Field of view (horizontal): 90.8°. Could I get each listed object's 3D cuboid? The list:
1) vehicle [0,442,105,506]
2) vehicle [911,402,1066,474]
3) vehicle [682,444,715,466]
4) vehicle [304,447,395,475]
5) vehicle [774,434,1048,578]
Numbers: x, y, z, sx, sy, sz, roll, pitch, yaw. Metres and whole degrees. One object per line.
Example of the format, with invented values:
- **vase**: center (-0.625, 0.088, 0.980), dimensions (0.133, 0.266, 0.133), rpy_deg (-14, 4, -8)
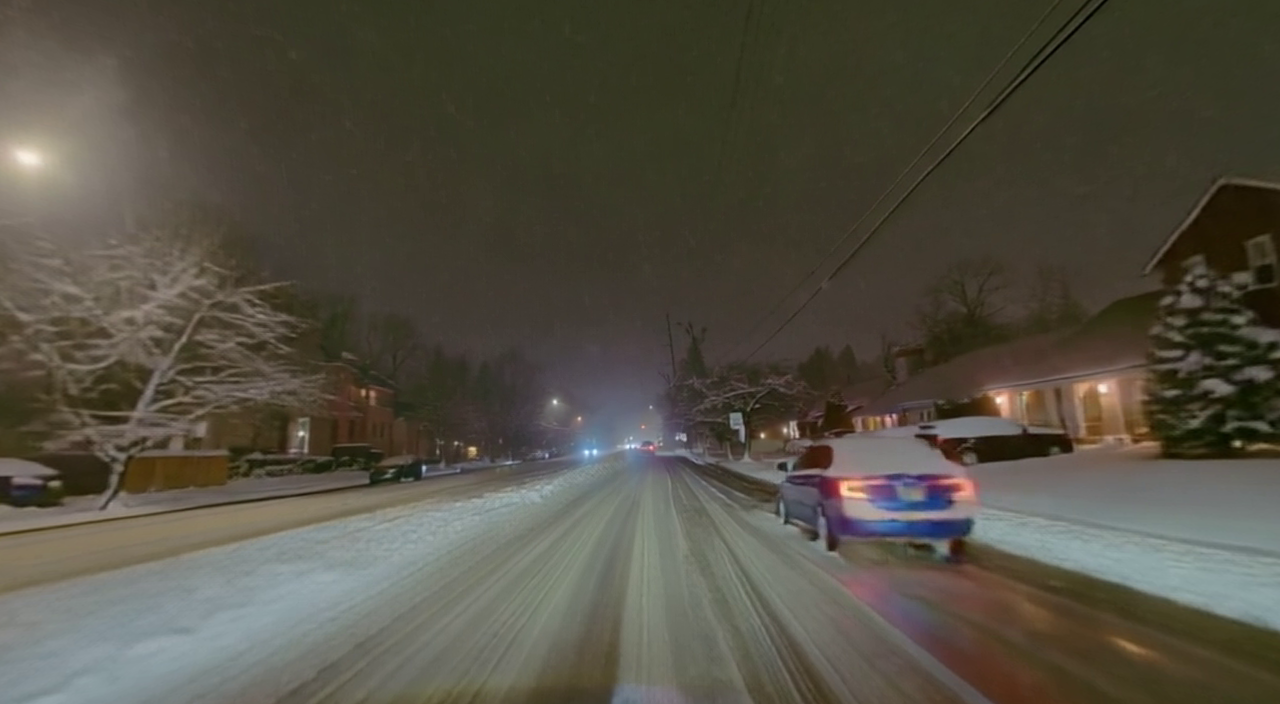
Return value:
- **vehicle**: center (-20.871, 3.925, 20.679), dimensions (4.691, 1.810, 2.079), rpy_deg (2, -8, 1)
- **vehicle**: center (11.151, 2.714, 20.169), dimensions (4.591, 1.867, 2.057), rpy_deg (0, -9, -31)
- **vehicle**: center (4.296, 7.678, 47.203), dimensions (2.104, 1.524, 4.524), rpy_deg (1, -8, 1)
- **vehicle**: center (-19.524, 7.345, 42.543), dimensions (5.044, 1.782, 2.152), rpy_deg (0, -8, 3)
- **vehicle**: center (3.273, 1.915, 8.746), dimensions (2.016, 1.477, 4.207), rpy_deg (0, -8, 2)
